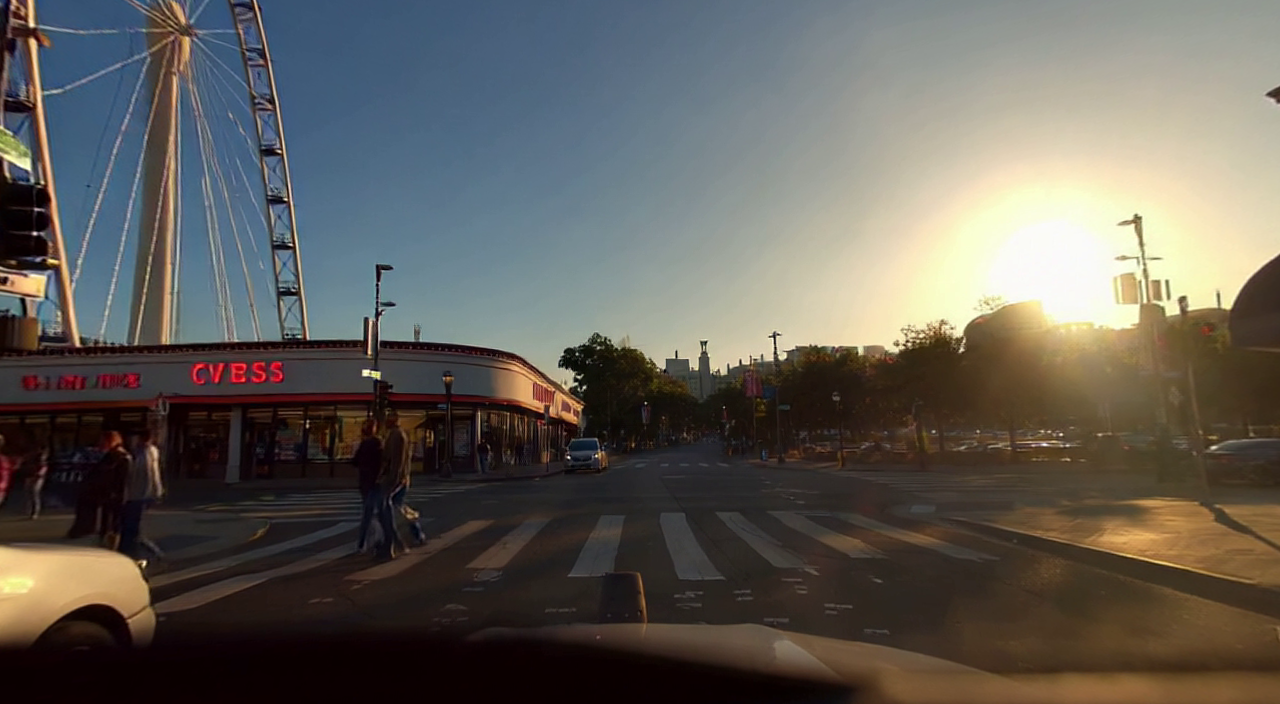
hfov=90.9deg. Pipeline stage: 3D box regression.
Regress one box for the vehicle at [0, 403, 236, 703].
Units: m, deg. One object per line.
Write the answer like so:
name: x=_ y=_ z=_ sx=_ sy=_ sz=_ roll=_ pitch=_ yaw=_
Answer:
vehicle: x=-3.377 y=0.787 z=1.190 sx=1.940 sy=1.505 sz=4.676 roll=-1 pitch=-9 yaw=3

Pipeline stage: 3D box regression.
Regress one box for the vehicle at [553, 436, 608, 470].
vehicle: x=-3.888 y=6.408 z=40.250 sx=2.549 sy=2.000 sz=5.699 roll=2 pitch=-9 yaw=-15
